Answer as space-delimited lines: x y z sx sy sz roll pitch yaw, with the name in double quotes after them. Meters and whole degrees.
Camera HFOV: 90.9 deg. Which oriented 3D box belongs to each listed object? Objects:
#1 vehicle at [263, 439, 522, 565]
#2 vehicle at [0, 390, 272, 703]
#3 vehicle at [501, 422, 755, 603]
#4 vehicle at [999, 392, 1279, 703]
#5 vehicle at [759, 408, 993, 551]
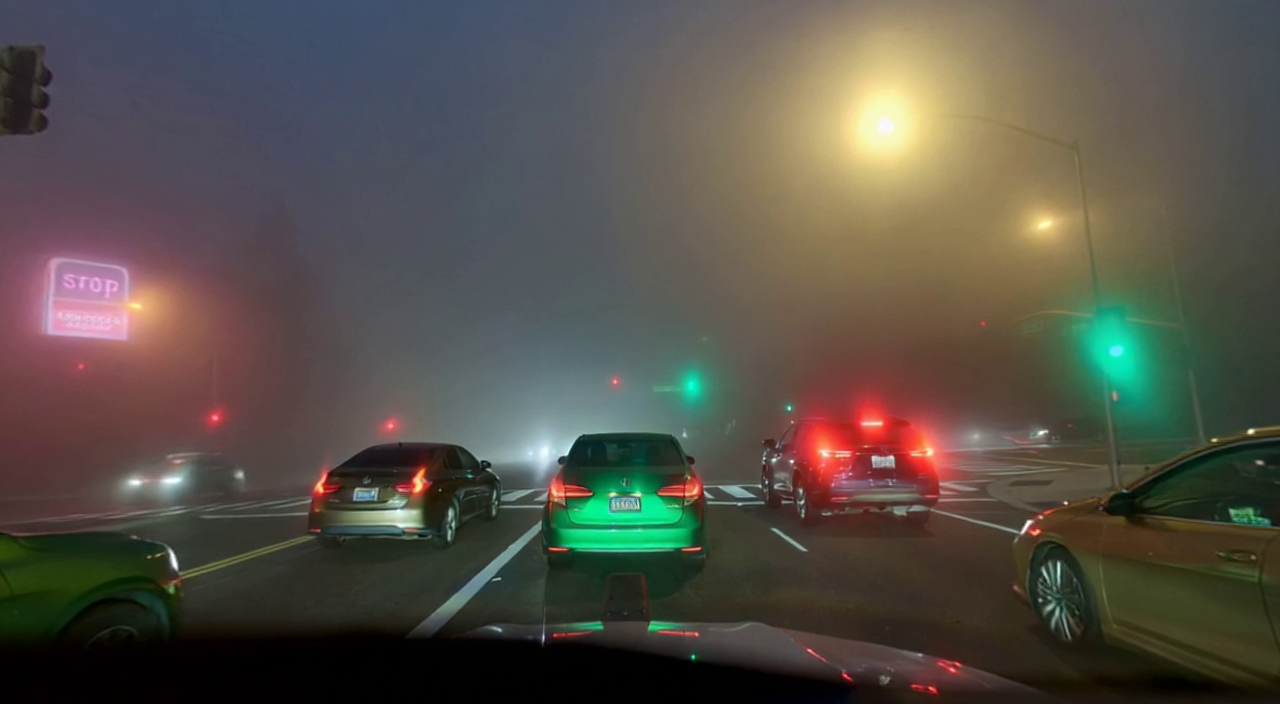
-3.299 2.076 9.561 1.995 1.436 4.373 -1 -8 3 "vehicle"
-3.477 0.851 1.870 2.016 1.547 4.414 0 -8 1 "vehicle"
-0.122 1.664 7.459 2.140 1.499 4.119 0 -8 -1 "vehicle"
3.935 0.975 3.123 1.800 1.519 4.198 0 -8 0 "vehicle"
3.306 1.879 9.914 1.992 1.744 4.183 0 -8 -1 "vehicle"
